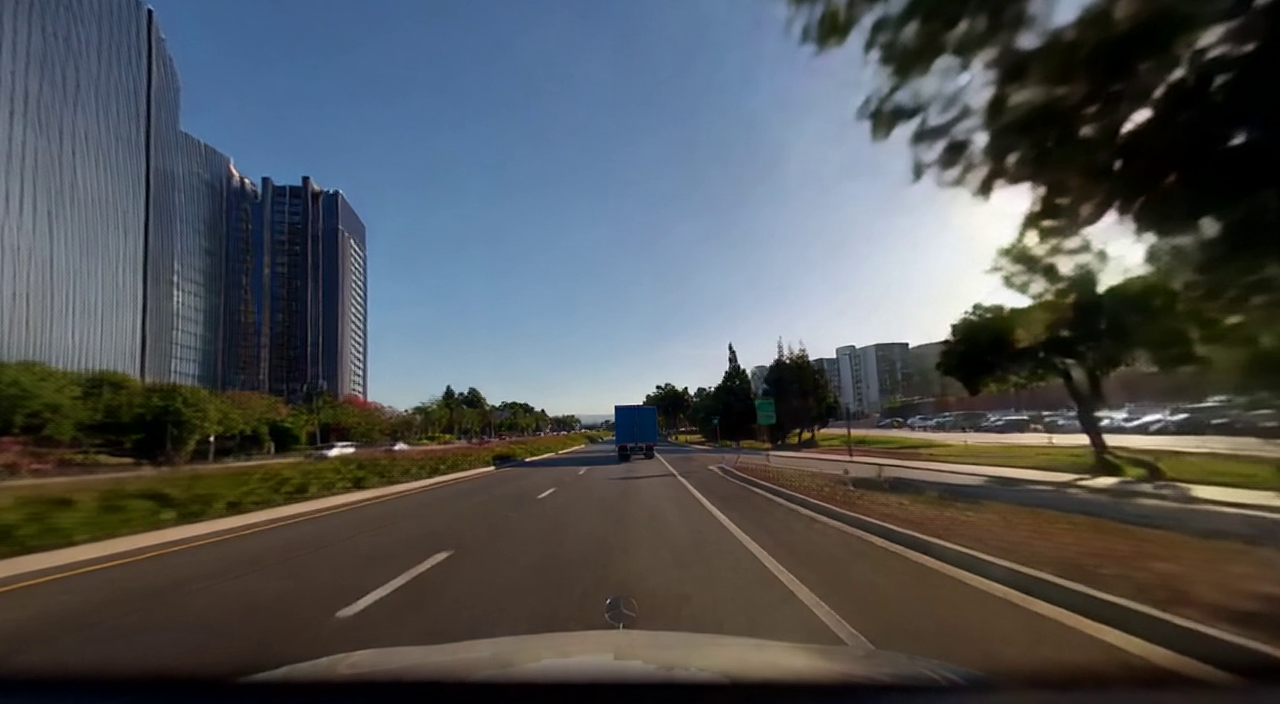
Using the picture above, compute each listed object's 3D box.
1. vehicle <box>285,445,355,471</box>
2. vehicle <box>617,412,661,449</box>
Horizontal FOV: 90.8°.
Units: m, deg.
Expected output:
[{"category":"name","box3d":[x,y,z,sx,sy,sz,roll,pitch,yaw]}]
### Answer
[{"category":"vehicle","box3d":[-20.098,6.689,39.939,1.935,1.525,4.614,0,-9,0]},{"category":"vehicle","box3d":[-0.129,4.307,34.093,2.178,1.829,4.932,0,-9,-2]}]
